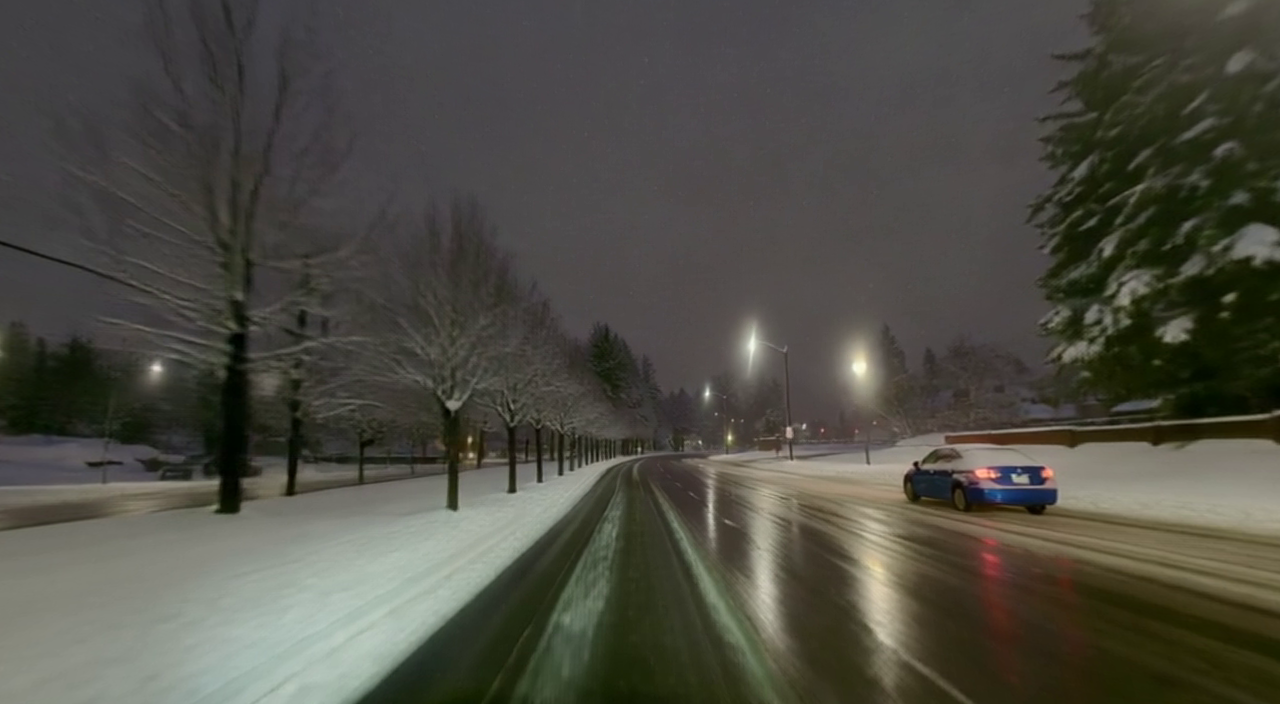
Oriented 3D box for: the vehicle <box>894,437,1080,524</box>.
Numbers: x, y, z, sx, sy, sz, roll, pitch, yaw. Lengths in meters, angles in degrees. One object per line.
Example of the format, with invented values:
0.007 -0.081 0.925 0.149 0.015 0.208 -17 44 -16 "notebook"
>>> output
6.855 2.547 12.954 1.797 1.518 3.433 0 -9 -1 "vehicle"
